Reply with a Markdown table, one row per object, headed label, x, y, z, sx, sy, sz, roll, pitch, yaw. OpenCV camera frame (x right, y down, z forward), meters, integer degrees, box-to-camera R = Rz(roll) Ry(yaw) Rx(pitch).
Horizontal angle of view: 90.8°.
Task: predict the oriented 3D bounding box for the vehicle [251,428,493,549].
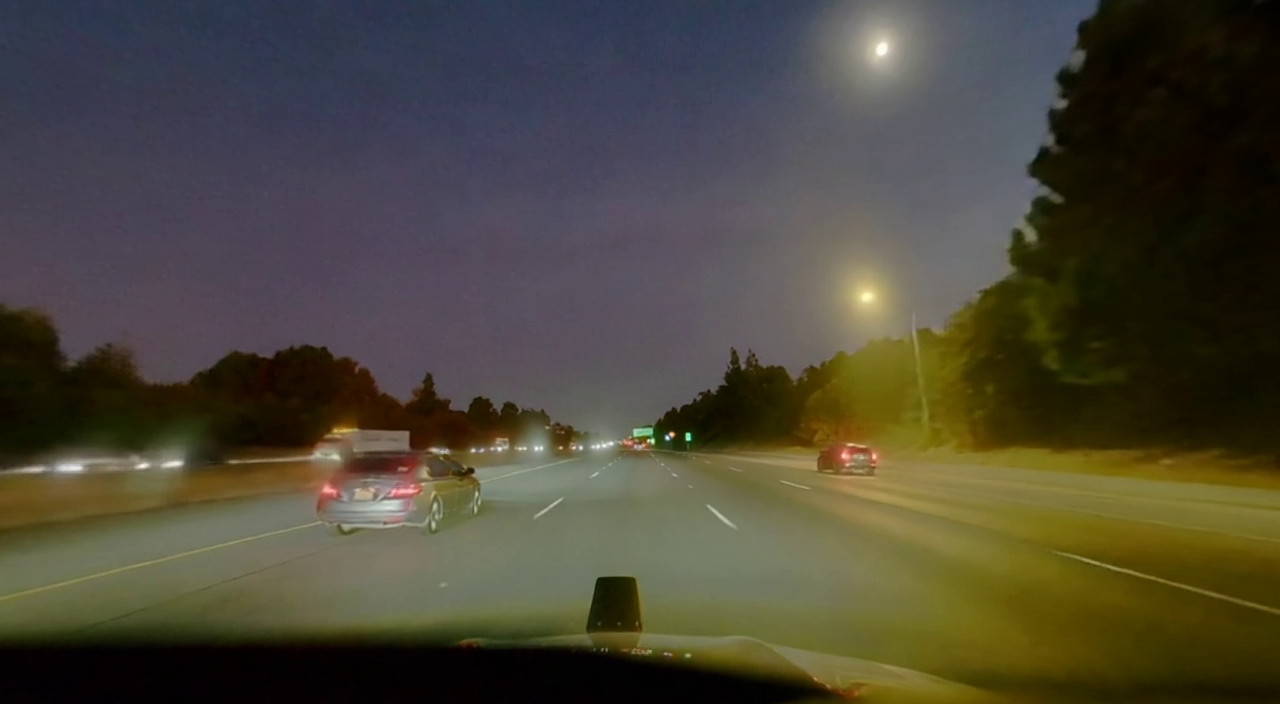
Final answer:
| label | x | y | z | sx | sy | sz | roll | pitch | yaw |
| --- | --- | --- | --- | --- | --- | --- | --- | --- | --- |
| vehicle | -3.980 | 2.086 | 10.386 | 2.050 | 1.547 | 4.266 | 0 | -8 | 1 |
